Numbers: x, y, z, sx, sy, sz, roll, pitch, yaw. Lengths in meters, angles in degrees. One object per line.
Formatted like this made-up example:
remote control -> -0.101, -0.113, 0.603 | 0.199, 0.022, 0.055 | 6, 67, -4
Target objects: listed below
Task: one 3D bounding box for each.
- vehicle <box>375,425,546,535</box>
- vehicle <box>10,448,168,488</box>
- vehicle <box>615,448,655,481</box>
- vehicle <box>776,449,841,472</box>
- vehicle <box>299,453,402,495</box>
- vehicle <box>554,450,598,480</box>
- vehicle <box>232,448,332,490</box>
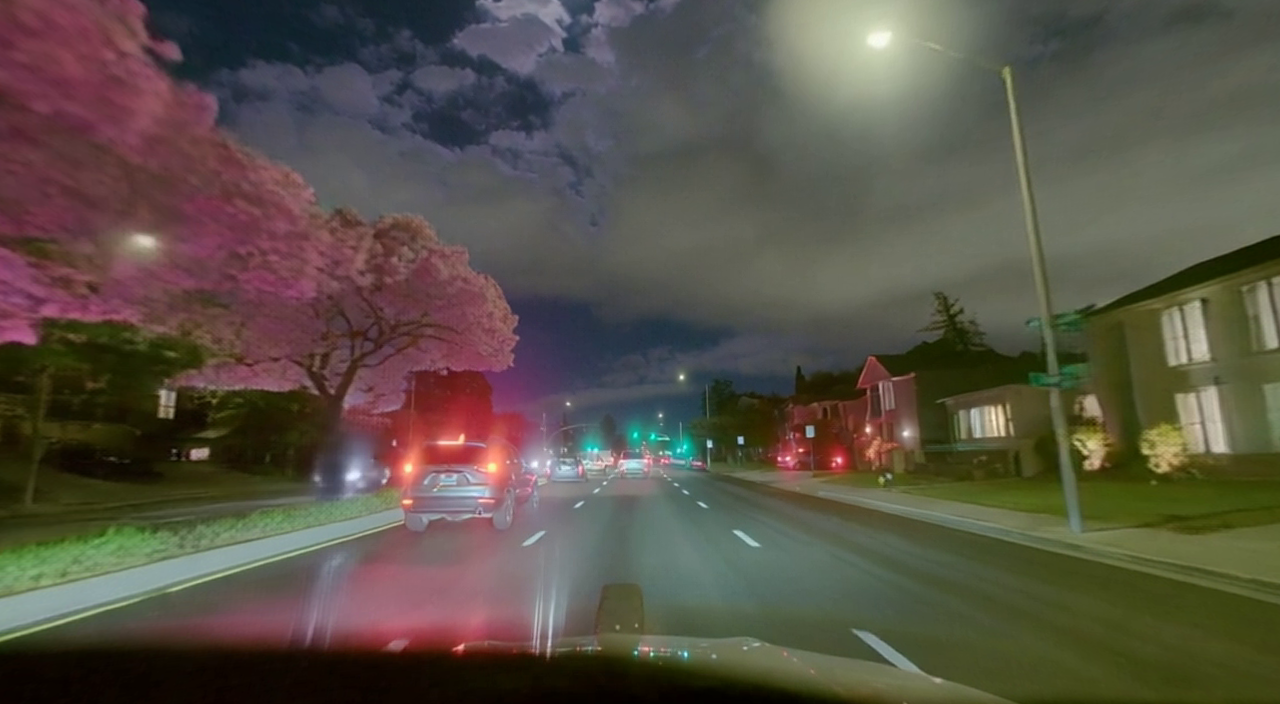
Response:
vehicle -> -3.551, 2.630, 13.684 | 2.161, 1.919, 4.798 | 0, -8, 2
vehicle -> -28.881, 6.053, 33.390 | 5.692, 1.926, 2.274 | 3, -9, -18
vehicle -> -0.234, 5.960, 33.706 | 1.997, 1.636, 3.760 | 0, -8, 0
vehicle -> 12.693, 8.182, 47.725 | 4.482, 1.678, 1.890 | -1, -8, 7
vehicle -> -11.596, 4.906, 25.722 | 1.979, 1.483, 4.671 | -1, -10, 0
vehicle -> -3.633, 6.509, 36.705 | 2.066, 1.565, 3.905 | 0, -8, 1
vehicle -> -18.892, 6.178, 33.728 | 2.190, 1.996, 5.402 | 0, -8, 0
